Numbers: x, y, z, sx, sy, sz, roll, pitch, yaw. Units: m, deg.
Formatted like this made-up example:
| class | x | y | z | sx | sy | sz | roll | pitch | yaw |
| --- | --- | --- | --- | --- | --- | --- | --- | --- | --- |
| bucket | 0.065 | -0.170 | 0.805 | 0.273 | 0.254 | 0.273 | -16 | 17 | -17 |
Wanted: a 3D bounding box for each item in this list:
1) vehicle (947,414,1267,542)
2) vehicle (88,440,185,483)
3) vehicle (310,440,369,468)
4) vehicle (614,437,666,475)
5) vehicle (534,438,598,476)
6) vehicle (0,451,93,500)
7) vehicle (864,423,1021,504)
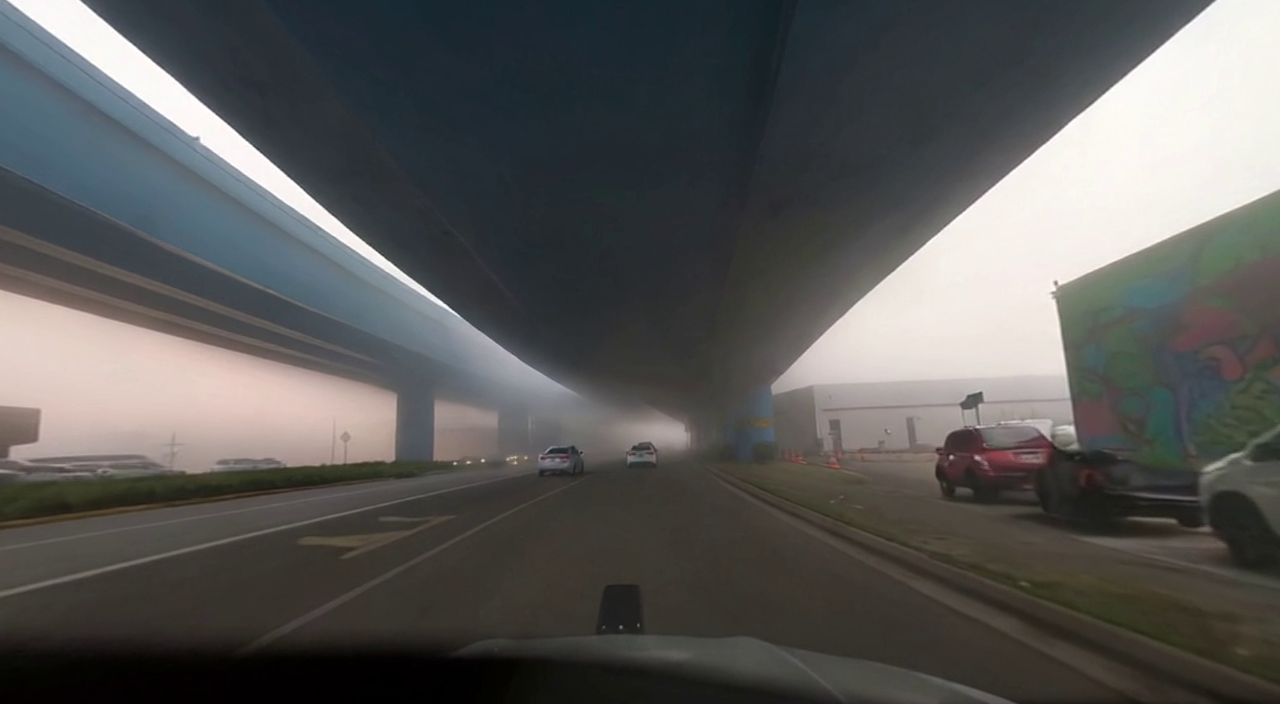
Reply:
| class | x | y | z | sx | sy | sz | roll | pitch | yaw |
| --- | --- | --- | --- | --- | --- | --- | --- | --- | --- |
| vehicle | 7.070 | 1.948 | 10.344 | 2.017 | 1.625 | 4.337 | 0 | -9 | 2 |
| vehicle | -30.565 | 6.606 | 38.565 | 1.933 | 2.393 | 4.896 | 0 | -8 | -3 |
| vehicle | -22.582 | 7.702 | 47.694 | 1.980 | 1.951 | 5.105 | 0 | -9 | 0 |
| vehicle | 0.038 | 4.603 | 28.092 | 2.155 | 1.571 | 3.734 | 0 | -9 | 2 |
| vehicle | -3.188 | 4.627 | 28.165 | 2.024 | 1.533 | 4.549 | -1 | -8 | 4 |
| vehicle | -27.134 | 5.360 | 27.756 | 1.971 | 1.939 | 4.729 | 1 | -9 | -2 |
| vehicle | 7.287 | 2.726 | 15.841 | 1.947 | 1.725 | 4.441 | 0 | -8 | 4 |
